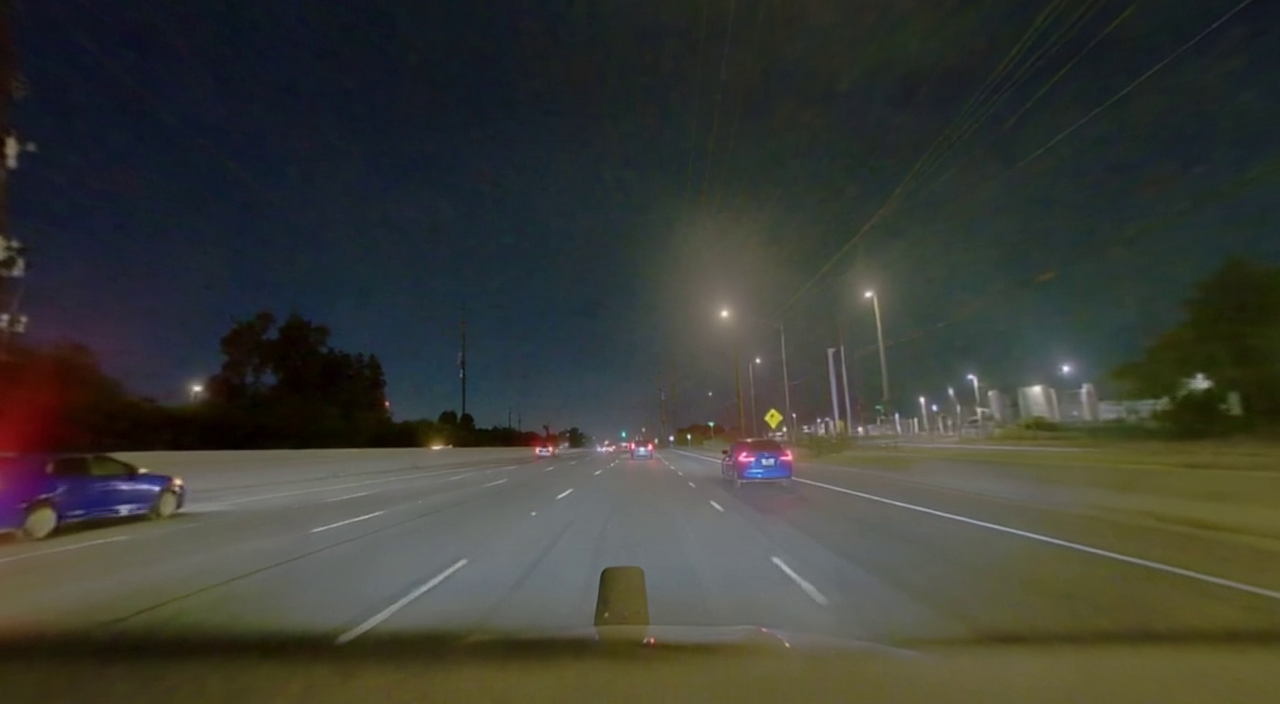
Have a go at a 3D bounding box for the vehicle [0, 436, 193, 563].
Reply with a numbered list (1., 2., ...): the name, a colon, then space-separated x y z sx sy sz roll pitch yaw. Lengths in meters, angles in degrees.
1. vehicle: -10.339 2.380 10.419 2.241 1.810 4.966 -3 -8 1

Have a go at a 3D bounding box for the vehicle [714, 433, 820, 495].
1. vehicle: 3.449 3.144 18.063 2.060 1.526 4.387 0 -8 -1

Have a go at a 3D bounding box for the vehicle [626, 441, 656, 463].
1. vehicle: 0.089 7.112 45.136 2.036 1.474 3.969 0 -8 1
